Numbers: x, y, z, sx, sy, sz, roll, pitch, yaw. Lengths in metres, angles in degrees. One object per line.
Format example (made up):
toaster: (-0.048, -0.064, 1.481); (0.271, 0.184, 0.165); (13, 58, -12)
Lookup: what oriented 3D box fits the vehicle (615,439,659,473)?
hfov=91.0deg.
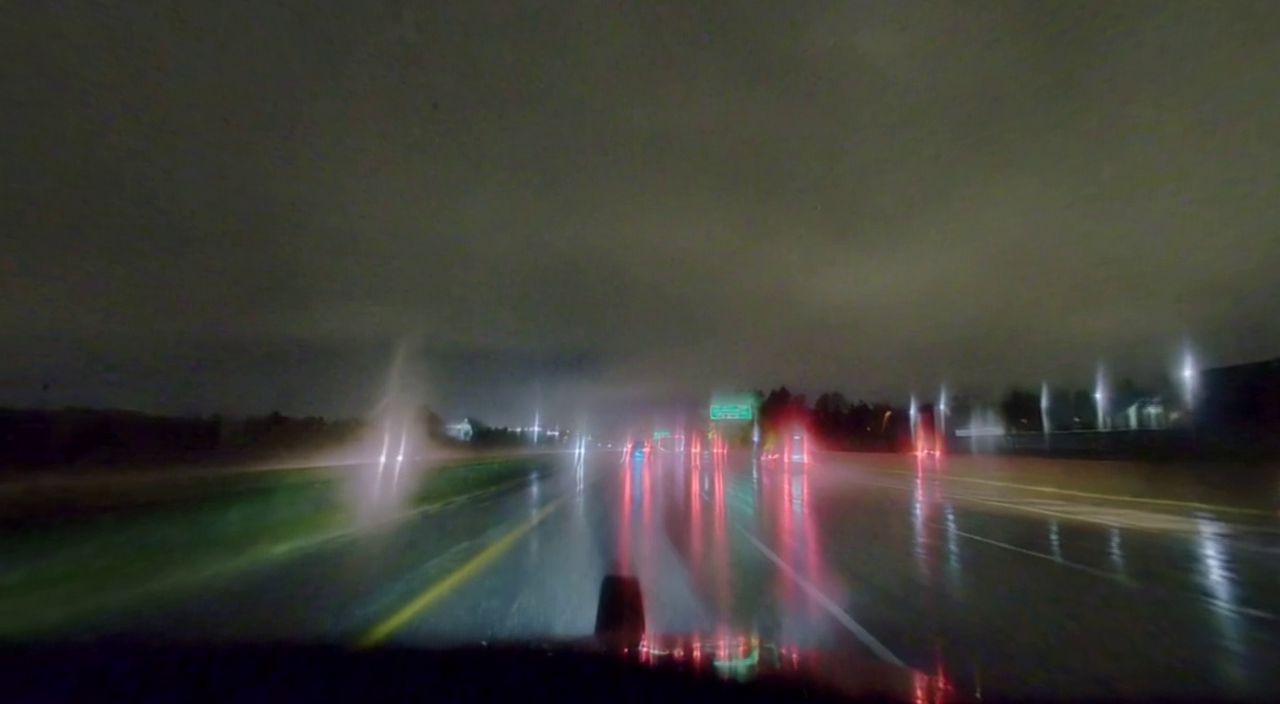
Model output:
vehicle: (-0.131, 5.404, 32.861); (2.142, 1.664, 4.076); (0, -9, 1)

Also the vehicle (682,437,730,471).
vehicle: (3.743, 5.915, 36.695); (2.269, 1.839, 4.554); (0, -9, -1)
